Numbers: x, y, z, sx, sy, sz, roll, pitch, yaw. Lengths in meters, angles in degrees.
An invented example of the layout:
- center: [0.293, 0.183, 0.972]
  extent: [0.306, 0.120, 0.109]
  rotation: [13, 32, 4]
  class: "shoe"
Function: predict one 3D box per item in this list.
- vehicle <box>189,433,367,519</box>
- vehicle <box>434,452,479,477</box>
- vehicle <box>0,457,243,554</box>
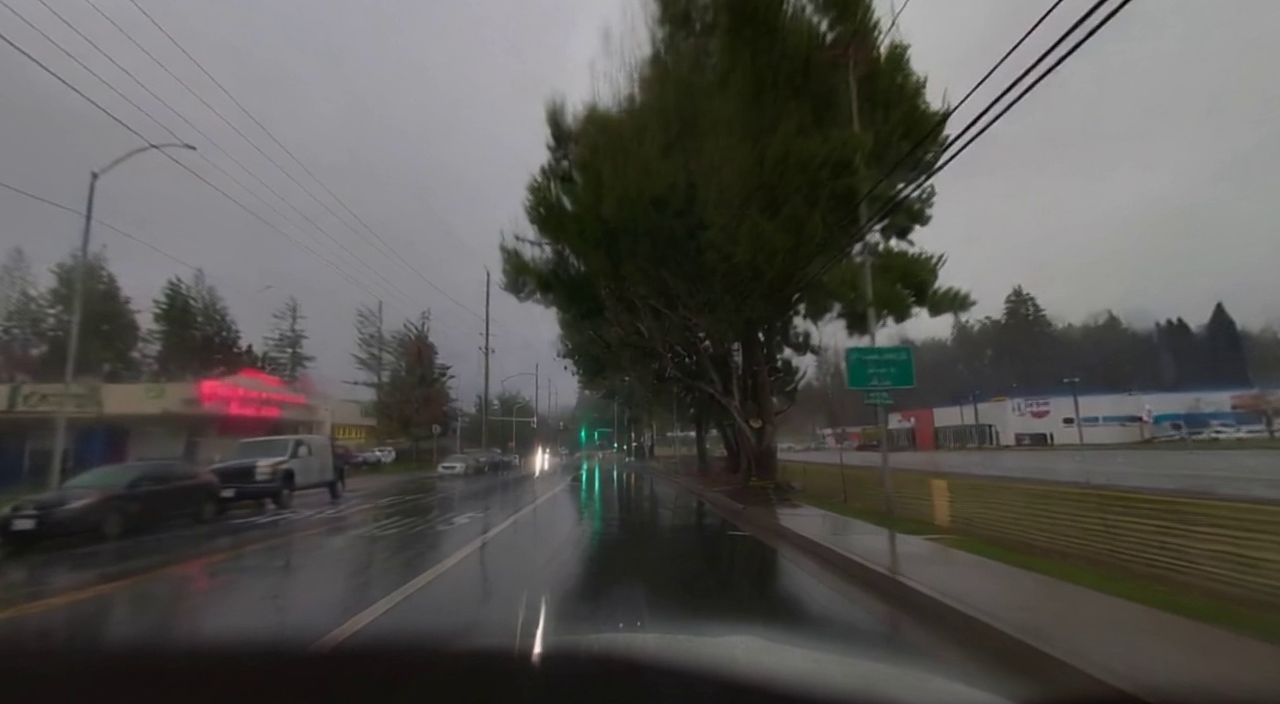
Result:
- center: [-10.356, 3.590, 18.825]
  extent: [2.210, 2.025, 5.665]
  rotation: [-2, -9, -3]
  class: "vehicle"
- center: [-11.800, 7.214, 40.804]
  extent: [1.939, 1.502, 4.398]
  rotation: [1, -9, -5]
  class: "vehicle"
- center: [-10.209, 2.867, 12.531]
  extent: [1.842, 1.461, 4.568]
  rotation: [0, -9, -3]
  class: "vehicle"
